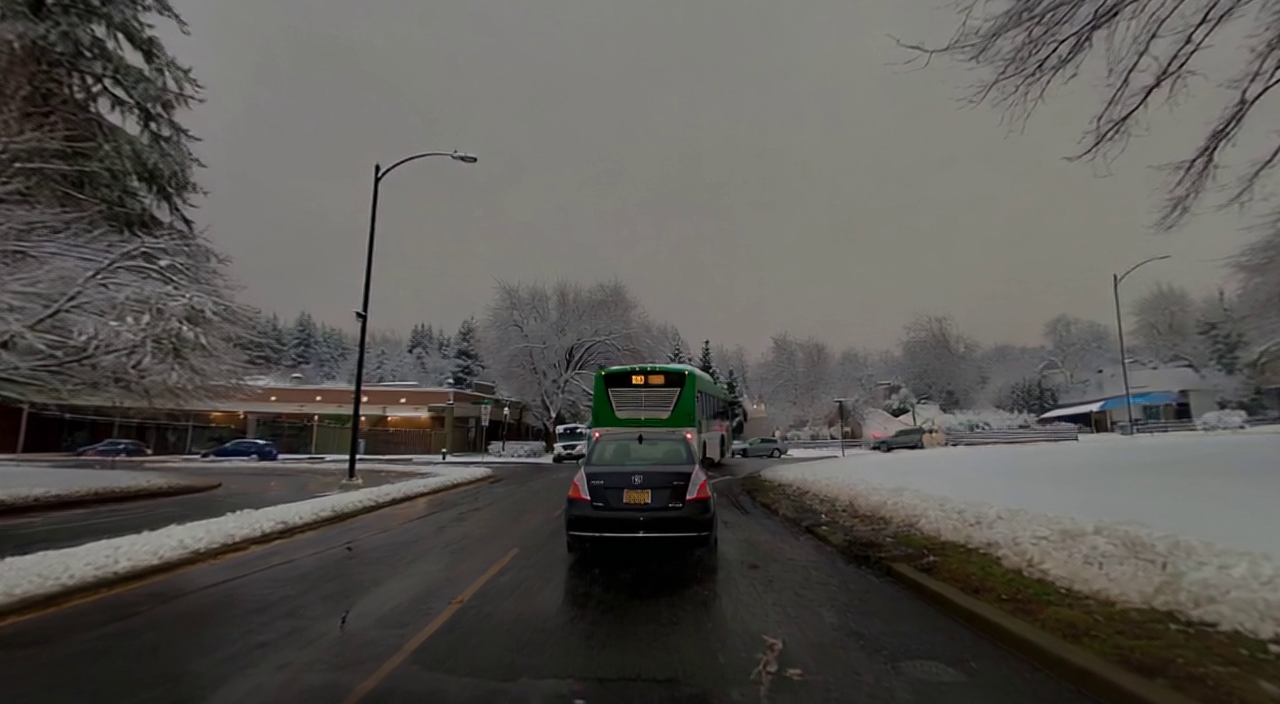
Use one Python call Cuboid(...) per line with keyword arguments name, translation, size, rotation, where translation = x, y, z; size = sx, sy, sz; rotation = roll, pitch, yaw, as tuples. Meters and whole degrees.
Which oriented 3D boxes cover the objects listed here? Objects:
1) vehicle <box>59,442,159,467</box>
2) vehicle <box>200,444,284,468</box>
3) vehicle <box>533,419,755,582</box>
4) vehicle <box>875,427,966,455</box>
Cuboid(name="vehicle", translation=(-32.071, 6.192, 38.212), size=(4.473, 1.442, 1.743), rotation=(7, -11, -39))
Cuboid(name="vehicle", translation=(-25.981, 6.794, 41.333), size=(4.403, 1.422, 1.697), rotation=(4, -9, -26))
Cuboid(name="vehicle", translation=(0.067, 1.649, 7.787), size=(2.020, 1.478, 3.922), rotation=(0, -8, 1))
Cuboid(name="vehicle", translation=(15.822, 5.056, 35.654), size=(4.338, 1.464, 1.782), rotation=(-6, -10, 35))
